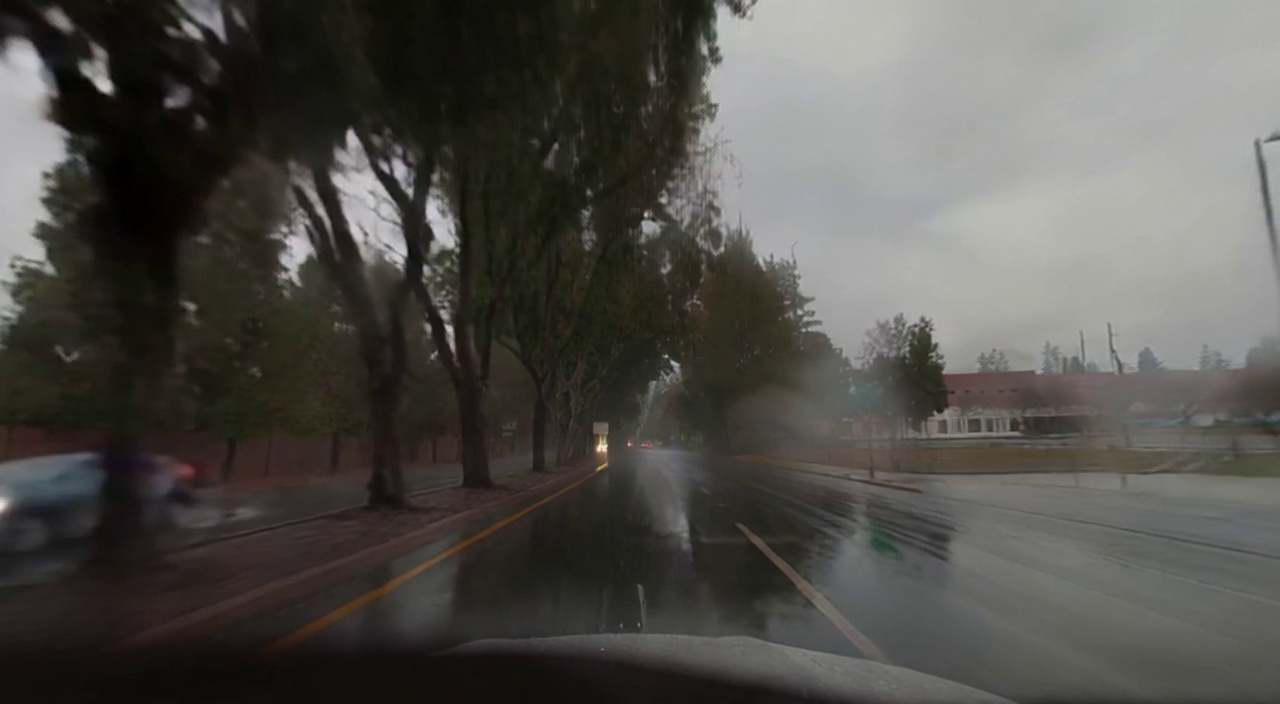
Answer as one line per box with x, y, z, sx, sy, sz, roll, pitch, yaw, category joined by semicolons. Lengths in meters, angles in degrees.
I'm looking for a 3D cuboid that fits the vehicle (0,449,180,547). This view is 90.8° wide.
-10.802;2.500;11.288;1.825;1.473;4.357;0;-8;1;vehicle
